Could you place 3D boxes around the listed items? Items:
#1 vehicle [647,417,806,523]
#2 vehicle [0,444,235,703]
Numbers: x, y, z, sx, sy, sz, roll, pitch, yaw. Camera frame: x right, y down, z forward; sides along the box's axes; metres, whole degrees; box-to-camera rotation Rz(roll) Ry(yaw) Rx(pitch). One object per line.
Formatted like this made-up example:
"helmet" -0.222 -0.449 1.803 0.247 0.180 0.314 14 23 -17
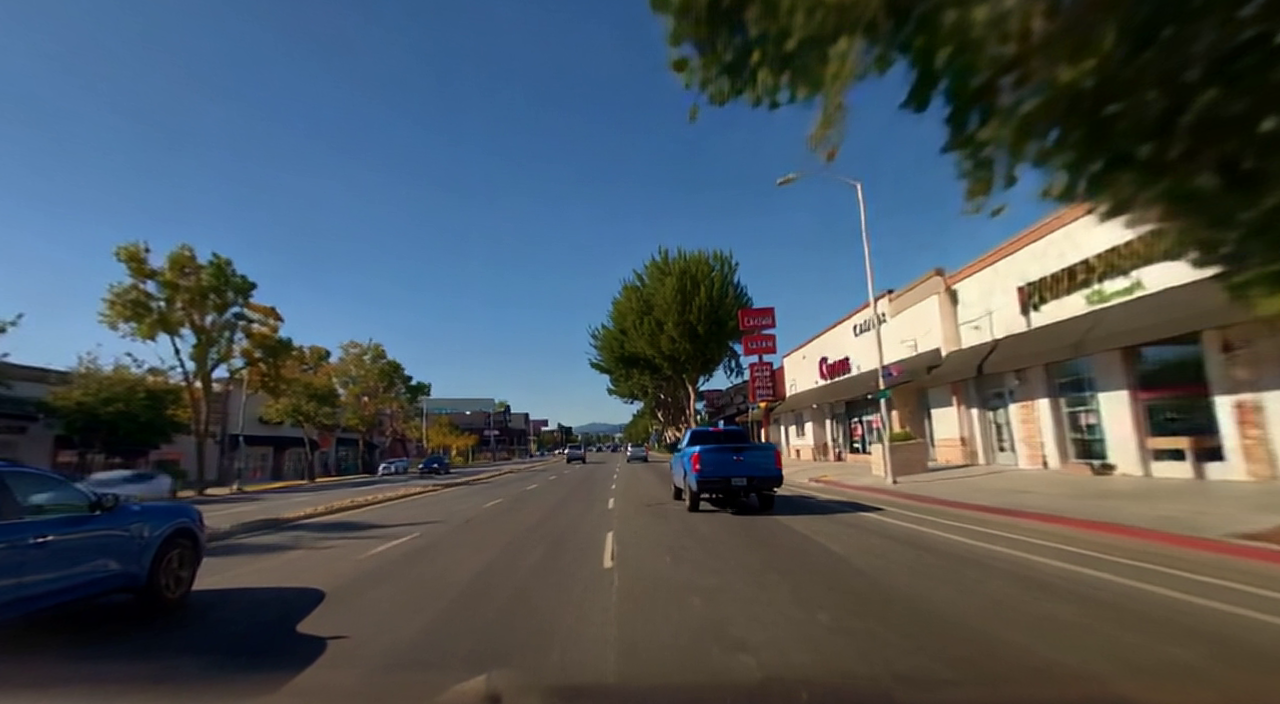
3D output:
"vehicle" 1.642 2.630 14.699 2.590 1.932 5.776 1 -9 -3
"vehicle" -4.388 1.177 3.135 1.888 1.424 4.553 0 -9 -3
